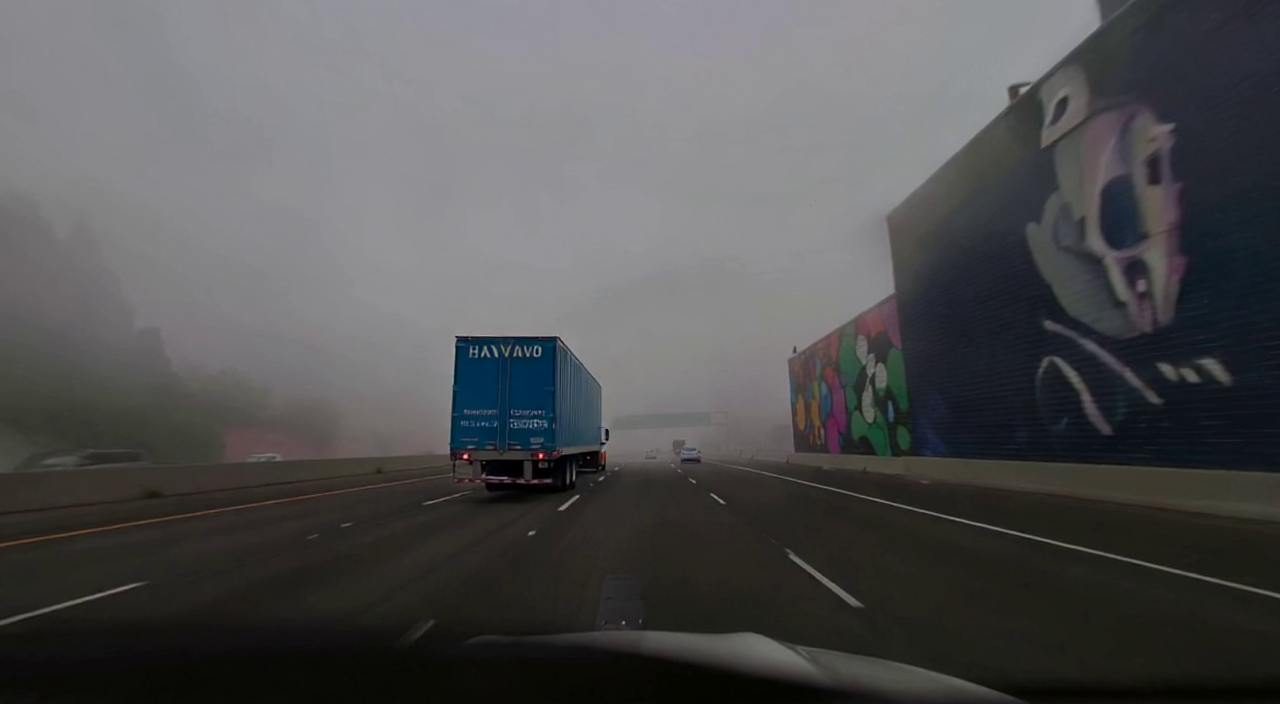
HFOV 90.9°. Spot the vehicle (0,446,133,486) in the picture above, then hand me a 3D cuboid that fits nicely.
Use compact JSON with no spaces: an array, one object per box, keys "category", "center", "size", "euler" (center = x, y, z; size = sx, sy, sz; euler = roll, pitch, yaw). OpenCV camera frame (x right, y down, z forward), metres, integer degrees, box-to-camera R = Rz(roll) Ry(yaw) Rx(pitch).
[{"category":"vehicle","center":[-25.948,5.075,28.494],"size":[2.009,1.601,4.712],"euler":[0,-8,1]}]

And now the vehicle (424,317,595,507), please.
[{"category":"vehicle","center":[-3.097,1.850,18.011],"size":[2.977,4.048,8.890],"euler":[-1,-8,0]}]
